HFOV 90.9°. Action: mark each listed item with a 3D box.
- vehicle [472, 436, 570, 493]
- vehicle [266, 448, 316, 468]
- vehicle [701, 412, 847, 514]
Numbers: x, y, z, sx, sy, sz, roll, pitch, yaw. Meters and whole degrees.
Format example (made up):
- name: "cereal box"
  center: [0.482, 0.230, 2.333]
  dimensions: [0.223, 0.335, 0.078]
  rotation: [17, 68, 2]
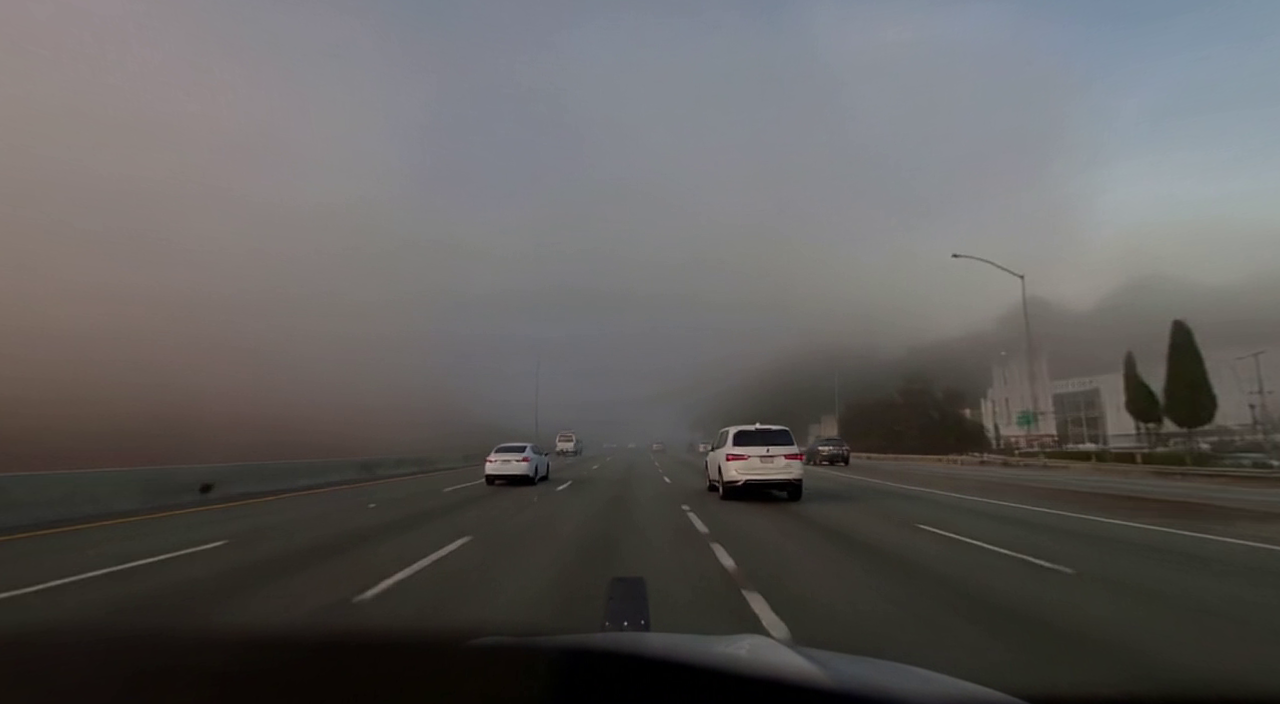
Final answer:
- name: "vehicle"
  center: [-3.545, 3.433, 19.727]
  dimensions: [2.080, 1.542, 4.718]
  rotation: [0, -8, 1]
- name: "vehicle"
  center: [-26.372, 7.989, 47.684]
  dimensions: [1.614, 1.424, 3.568]
  rotation: [-1, -8, 3]
- name: "vehicle"
  center: [2.713, 2.412, 14.142]
  dimensions: [2.148, 1.852, 4.835]
  rotation: [0, -8, -1]
